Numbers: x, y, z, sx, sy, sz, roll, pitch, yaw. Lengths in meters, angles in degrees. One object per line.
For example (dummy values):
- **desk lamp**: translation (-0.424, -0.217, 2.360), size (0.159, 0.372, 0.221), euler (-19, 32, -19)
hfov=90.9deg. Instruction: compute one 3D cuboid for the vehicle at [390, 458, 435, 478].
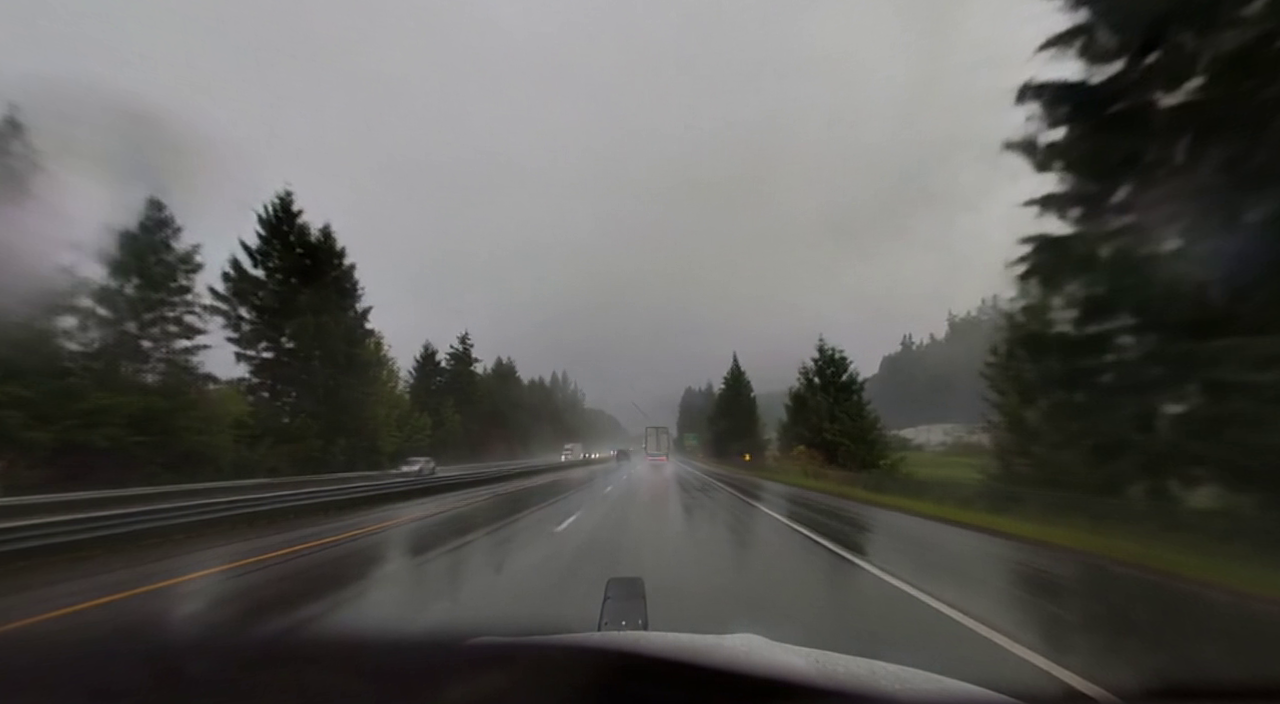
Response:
- **vehicle**: translation (-17.530, 8.949, 48.804), size (1.876, 1.437, 3.888), euler (-1, -9, 3)
